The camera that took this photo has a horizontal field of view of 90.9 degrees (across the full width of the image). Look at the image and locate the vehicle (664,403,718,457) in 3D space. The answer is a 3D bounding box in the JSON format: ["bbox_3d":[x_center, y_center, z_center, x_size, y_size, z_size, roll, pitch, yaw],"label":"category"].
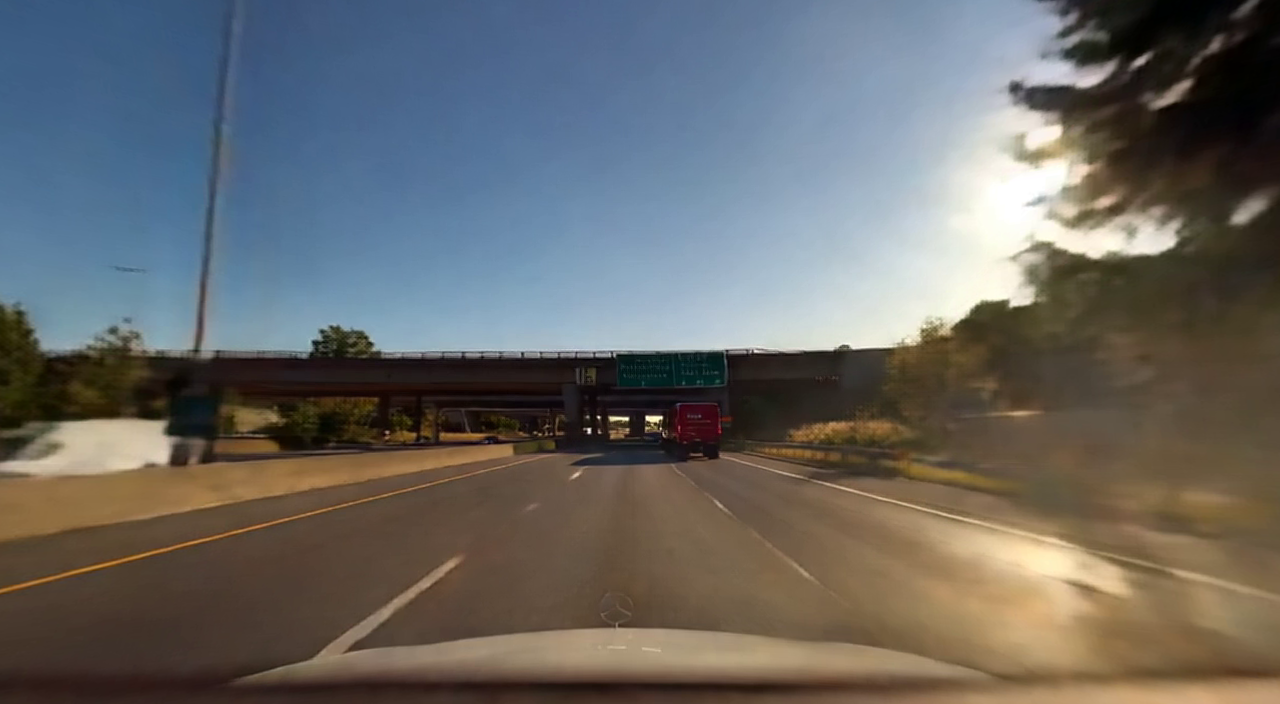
[{"bbox_3d":[3.545,5.823,46.730,2.981,3.512,11.154,1,-8,-1],"label":"vehicle"}]
